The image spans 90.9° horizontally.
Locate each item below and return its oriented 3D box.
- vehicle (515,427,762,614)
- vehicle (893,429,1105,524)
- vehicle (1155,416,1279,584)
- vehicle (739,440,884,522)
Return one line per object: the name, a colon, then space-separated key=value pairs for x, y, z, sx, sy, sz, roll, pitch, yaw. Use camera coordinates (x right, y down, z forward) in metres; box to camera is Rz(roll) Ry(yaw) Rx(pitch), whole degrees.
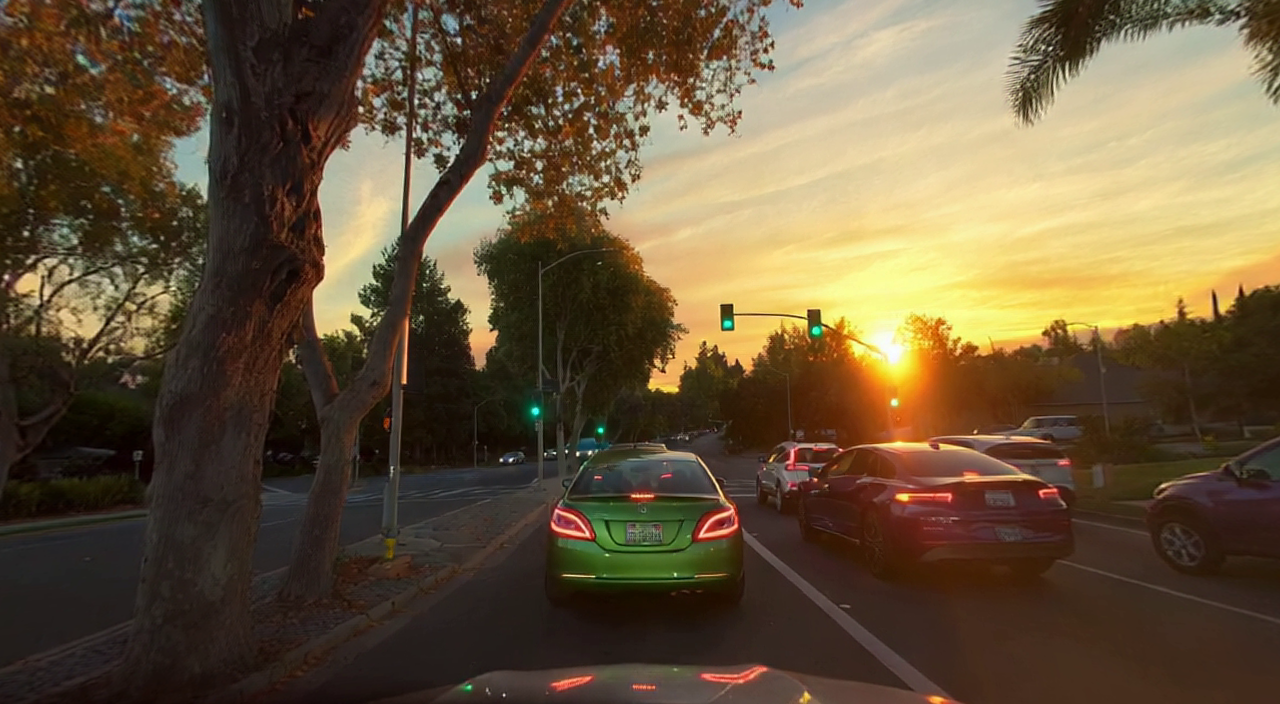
vehicle: x=0.010 y=1.688 z=7.164 sx=2.015 sy=1.502 sz=3.898 roll=0 pitch=-9 yaw=1
vehicle: x=7.016 y=2.475 z=12.943 sx=1.923 sy=1.611 sz=4.094 roll=0 pitch=-9 yaw=0
vehicle: x=6.929 y=1.338 z=5.583 sx=1.783 sy=1.572 sz=3.421 roll=0 pitch=-9 yaw=1
vehicle: x=3.528 y=2.739 z=13.929 sx=1.934 sy=1.494 sz=4.446 roll=0 pitch=-9 yaw=0
